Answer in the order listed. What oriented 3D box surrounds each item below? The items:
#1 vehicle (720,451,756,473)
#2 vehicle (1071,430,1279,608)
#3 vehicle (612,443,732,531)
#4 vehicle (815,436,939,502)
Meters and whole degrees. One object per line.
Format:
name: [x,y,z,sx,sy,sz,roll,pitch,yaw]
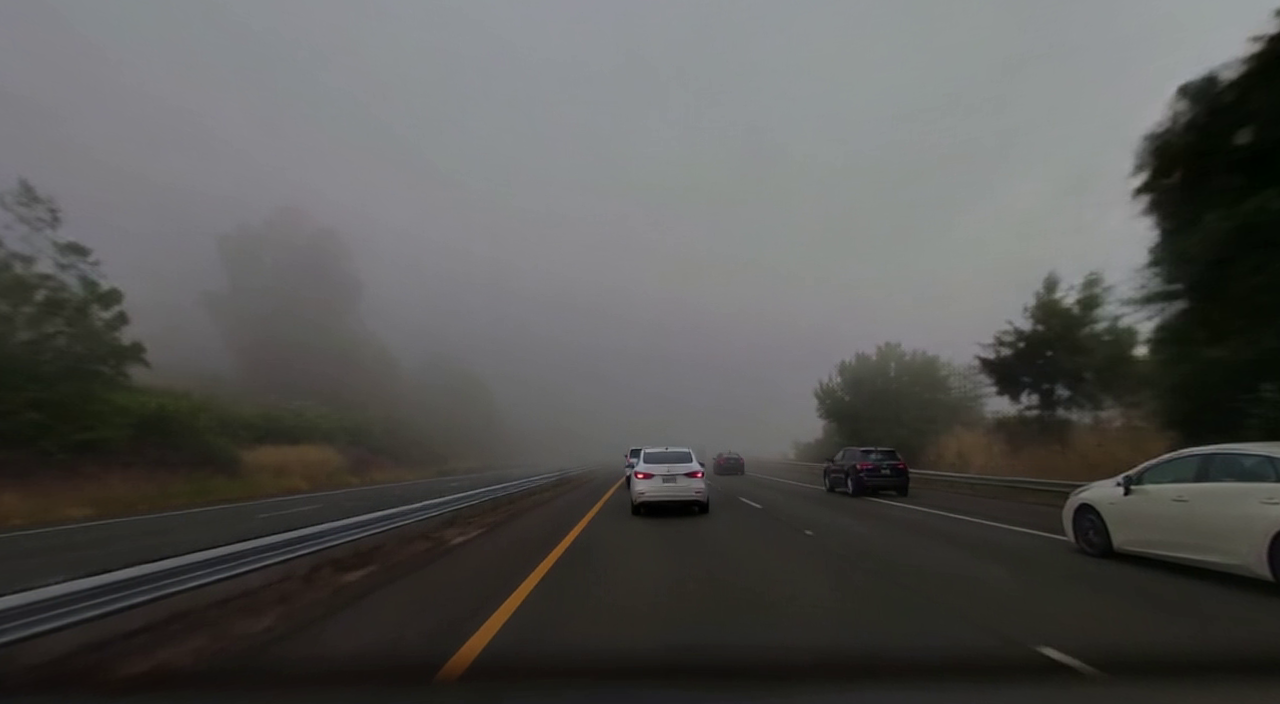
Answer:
vehicle: [6.825,7.669,44.238,1.921,1.451,3.841,0,-9,0]
vehicle: [6.359,1.466,5.729,1.965,1.484,4.090,0,-9,0]
vehicle: [0.563,2.645,12.855,2.076,1.485,3.774,0,-9,0]
vehicle: [6.802,3.400,18.660,1.980,1.702,4.235,0,-9,0]
